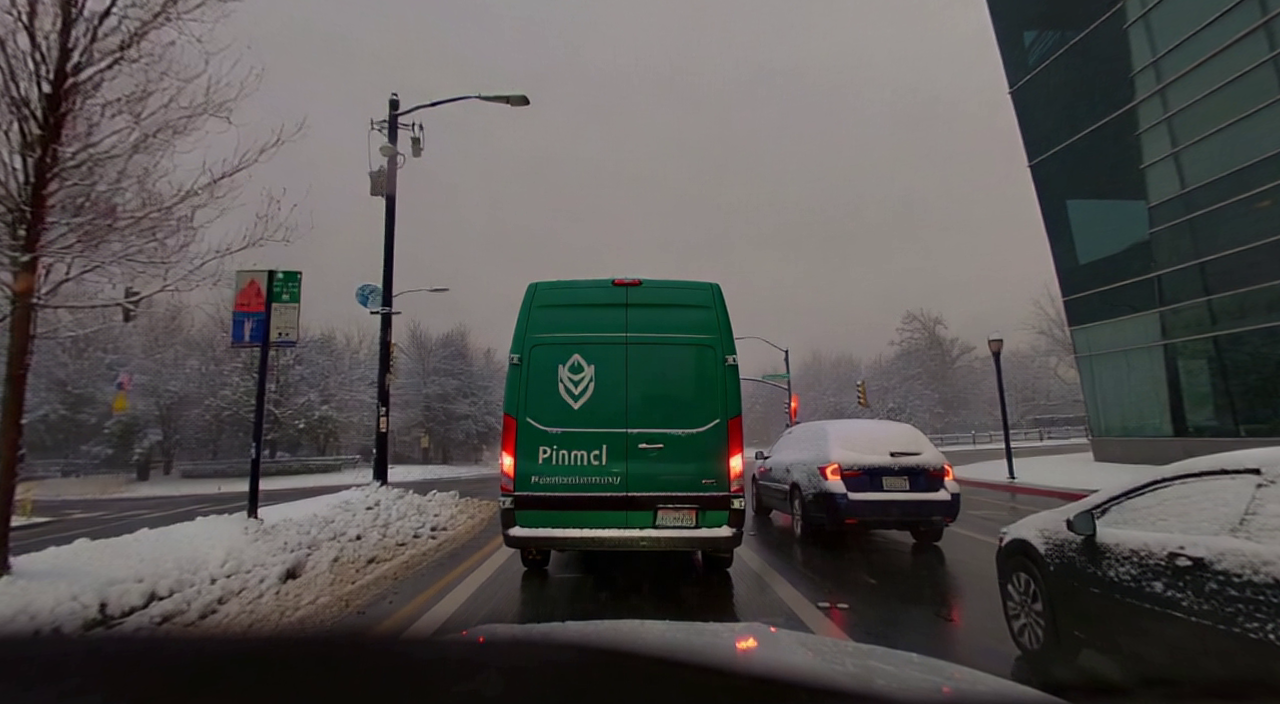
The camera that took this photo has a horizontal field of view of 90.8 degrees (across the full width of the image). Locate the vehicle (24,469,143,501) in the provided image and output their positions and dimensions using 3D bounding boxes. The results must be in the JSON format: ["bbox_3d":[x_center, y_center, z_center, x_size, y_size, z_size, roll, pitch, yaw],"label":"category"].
[{"bbox_3d":[-31.095,7.435,35.401,4.806,1.652,1.869,0,-8,-2],"label":"vehicle"}]

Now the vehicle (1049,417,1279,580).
[{"bbox_3d":[7.535,1.584,7.002,1.963,1.669,4.678,3,-9,-20],"label":"vehicle"}]

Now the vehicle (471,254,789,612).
[{"bbox_3d":[-0.044,1.174,9.041,2.613,3.035,7.342,0,-8,1],"label":"vehicle"}]

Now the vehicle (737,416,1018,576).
[{"bbox_3d":[2.880,1.863,9.040,2.183,1.676,4.506,0,-8,-1],"label":"vehicle"}]
